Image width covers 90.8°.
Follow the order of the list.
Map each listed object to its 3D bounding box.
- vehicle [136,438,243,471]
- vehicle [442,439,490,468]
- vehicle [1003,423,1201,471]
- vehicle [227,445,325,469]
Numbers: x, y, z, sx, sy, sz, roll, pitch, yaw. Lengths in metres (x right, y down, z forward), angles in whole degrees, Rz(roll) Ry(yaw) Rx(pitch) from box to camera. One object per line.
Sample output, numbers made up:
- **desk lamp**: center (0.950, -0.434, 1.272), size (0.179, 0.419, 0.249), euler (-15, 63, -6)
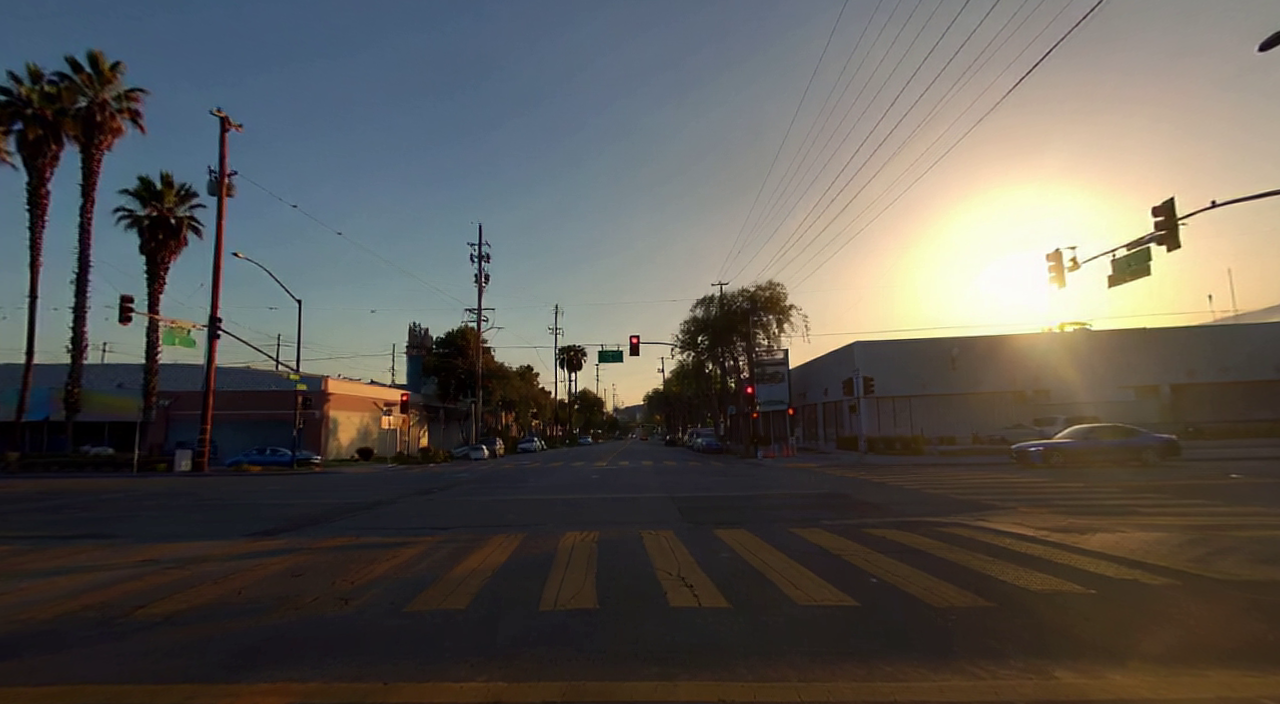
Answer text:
- **vehicle**: center (-25.913, 5.926, 36.460), size (4.613, 1.820, 2.021), euler (0, -9, 3)
- **vehicle**: center (-11.984, 6.989, 43.809), size (2.016, 1.717, 4.287), euler (0, -6, 1)
- **vehicle**: center (15.225, 3.166, 21.087), size (4.918, 1.479, 1.897), euler (-1, -9, 7)
- **vehicle**: center (-22.317, 6.434, 38.846), size (4.849, 1.444, 1.881), euler (0, -8, 1)
